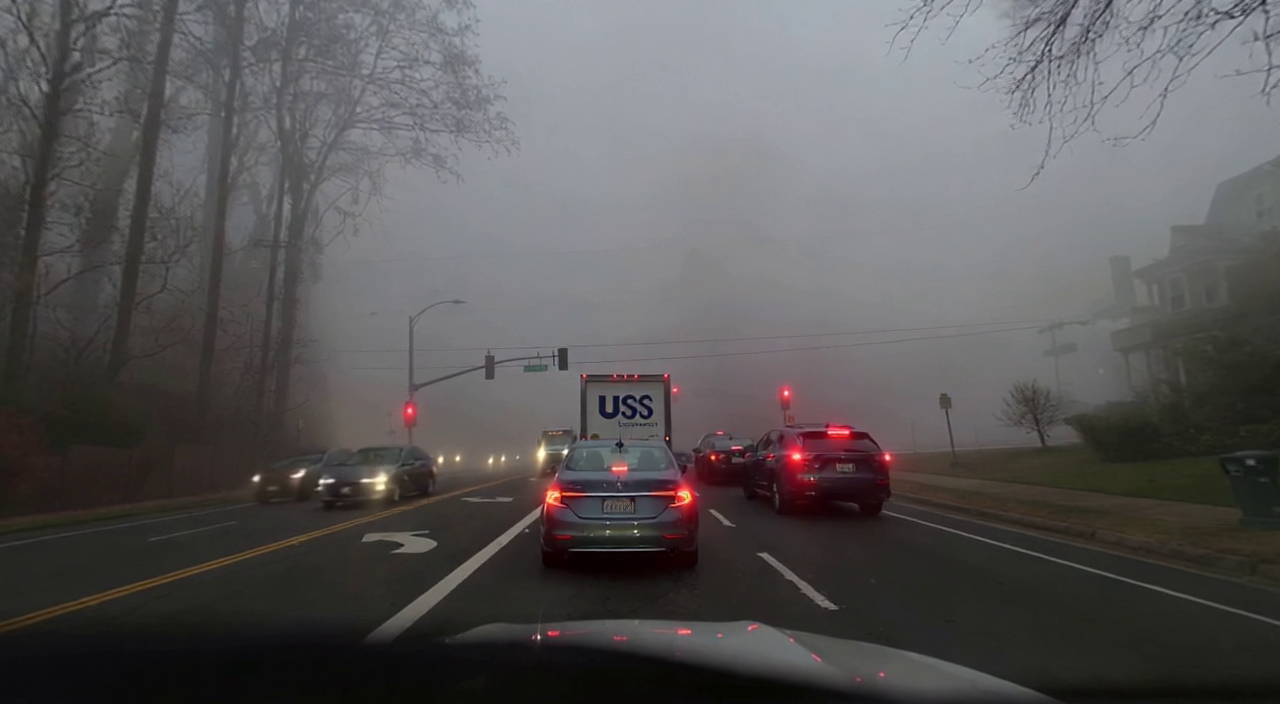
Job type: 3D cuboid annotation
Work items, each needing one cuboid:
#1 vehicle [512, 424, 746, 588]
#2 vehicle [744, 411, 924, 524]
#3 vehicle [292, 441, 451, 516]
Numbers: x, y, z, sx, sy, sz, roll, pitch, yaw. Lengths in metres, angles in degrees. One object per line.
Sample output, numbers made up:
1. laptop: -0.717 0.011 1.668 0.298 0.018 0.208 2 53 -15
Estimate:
1. vehicle: -0.152 1.718 7.937 2.135 1.483 4.207 0 -8 -2
2. vehicle: 3.595 2.248 12.794 2.145 1.847 4.524 0 -8 0
3. vehicle: -6.254 2.968 15.439 1.800 1.520 4.691 0 -8 0
